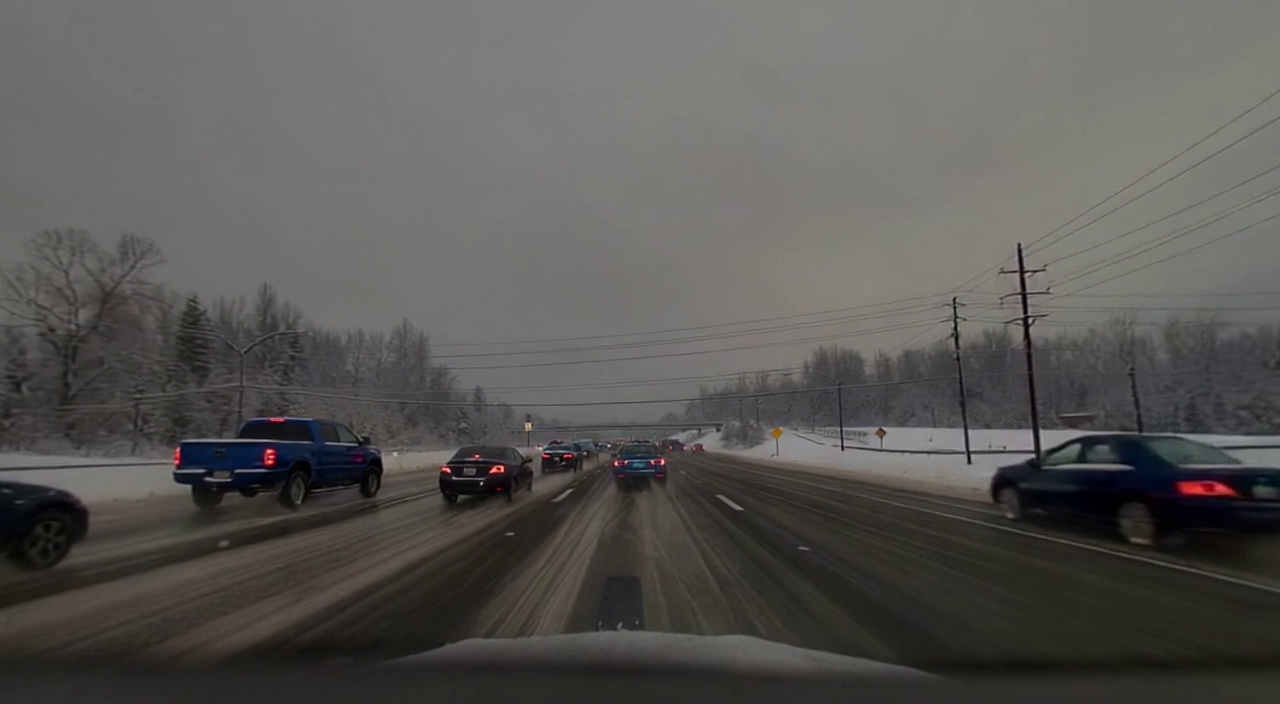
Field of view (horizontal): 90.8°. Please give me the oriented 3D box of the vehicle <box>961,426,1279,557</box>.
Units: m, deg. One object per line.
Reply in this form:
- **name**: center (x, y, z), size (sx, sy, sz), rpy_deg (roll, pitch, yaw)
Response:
- **vehicle**: center (7.262, 1.962, 9.713), size (2.147, 1.492, 4.614), rpy_deg (0, -8, -1)

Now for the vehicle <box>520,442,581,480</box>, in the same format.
- **vehicle**: center (-3.639, 4.489, 26.412), size (1.904, 1.448, 4.060), rpy_deg (0, -8, 0)

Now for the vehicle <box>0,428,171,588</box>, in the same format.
- **vehicle**: center (-6.866, 1.397, 5.521), size (1.900, 1.461, 4.706), rpy_deg (0, -8, 0)

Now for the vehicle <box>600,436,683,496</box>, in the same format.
- **vehicle**: center (-0.001, 3.226, 18.379), size (2.102, 1.499, 4.439), rpy_deg (0, -8, -1)

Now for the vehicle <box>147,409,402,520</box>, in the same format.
- **vehicle**: center (-7.469, 2.376, 13.910), size (2.194, 1.922, 5.637), rpy_deg (0, -8, 0)

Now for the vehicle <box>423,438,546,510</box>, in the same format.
- **vehicle**: center (-3.493, 2.805, 15.045), size (1.899, 1.437, 4.131), rpy_deg (0, -8, -1)
